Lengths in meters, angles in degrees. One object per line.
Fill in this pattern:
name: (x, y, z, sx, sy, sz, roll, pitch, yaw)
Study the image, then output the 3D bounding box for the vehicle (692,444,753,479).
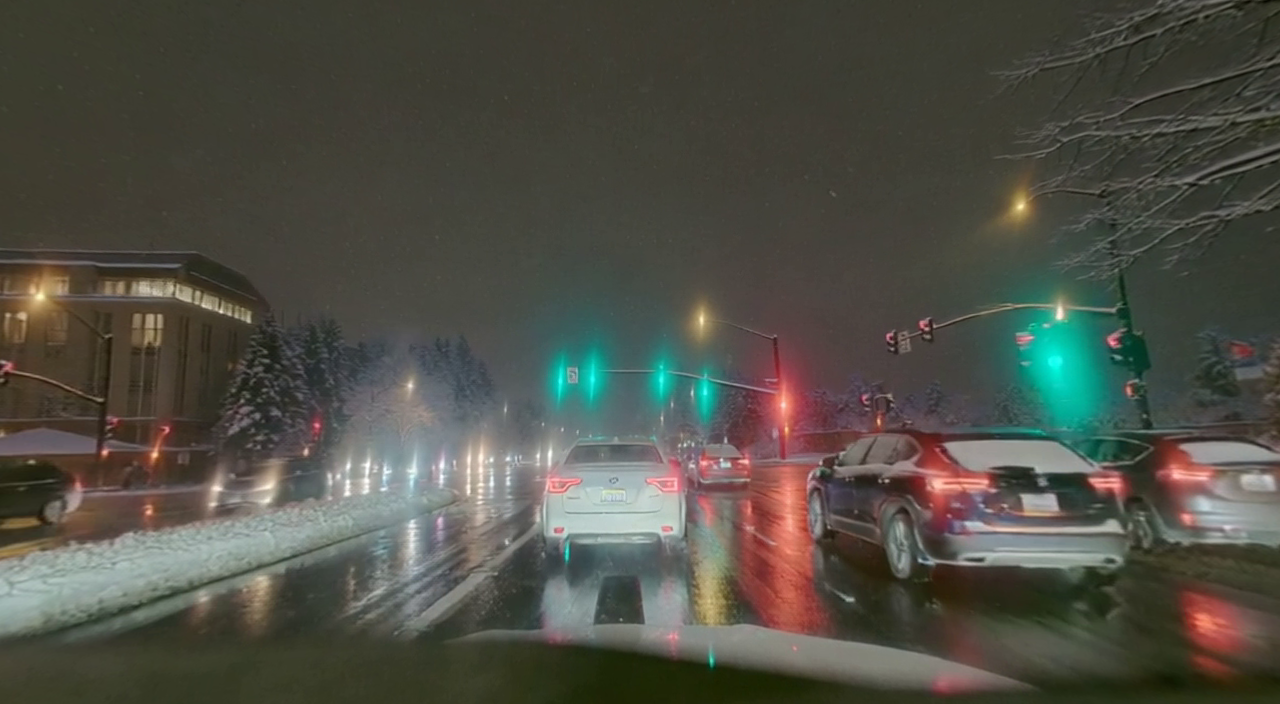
vehicle: (3.692, 4.953, 28.990, 2.123, 1.455, 4.318, 0, -8, -1)

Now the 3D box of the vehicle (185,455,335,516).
vehicle: (-11.659, 4.075, 19.790, 1.903, 1.627, 4.308, 0, -8, 2)

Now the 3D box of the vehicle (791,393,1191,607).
vehicle: (3.497, 1.573, 7.636, 2.107, 1.773, 4.557, 0, -8, -1)

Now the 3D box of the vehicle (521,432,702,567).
vehicle: (-0.322, 1.959, 9.157, 2.034, 1.500, 3.966, 0, -8, 0)

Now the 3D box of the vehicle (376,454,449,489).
vehicle: (-11.452, 6.023, 32.192, 1.992, 1.562, 4.361, 0, -8, 1)

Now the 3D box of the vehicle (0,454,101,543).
vehicle: (-15.098, 3.305, 14.298, 1.974, 1.894, 4.244, 0, -8, 0)
